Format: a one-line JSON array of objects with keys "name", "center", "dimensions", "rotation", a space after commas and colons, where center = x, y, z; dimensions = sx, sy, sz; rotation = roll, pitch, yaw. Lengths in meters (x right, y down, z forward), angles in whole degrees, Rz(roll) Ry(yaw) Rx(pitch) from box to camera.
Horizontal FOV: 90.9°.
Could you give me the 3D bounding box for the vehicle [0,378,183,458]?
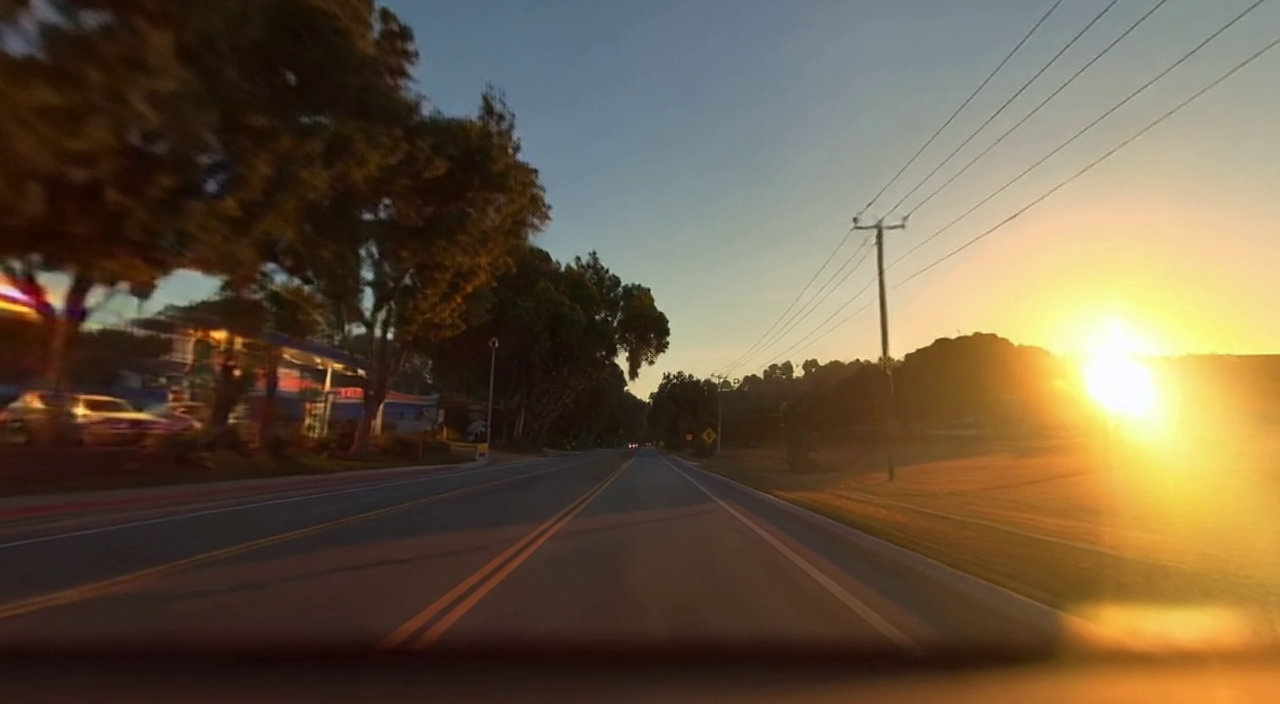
[{"name": "vehicle", "center": [-22.752, 2.612, 25.610], "dimensions": [6.311, 2.571, 3.118], "rotation": [3, -5, 12]}]
